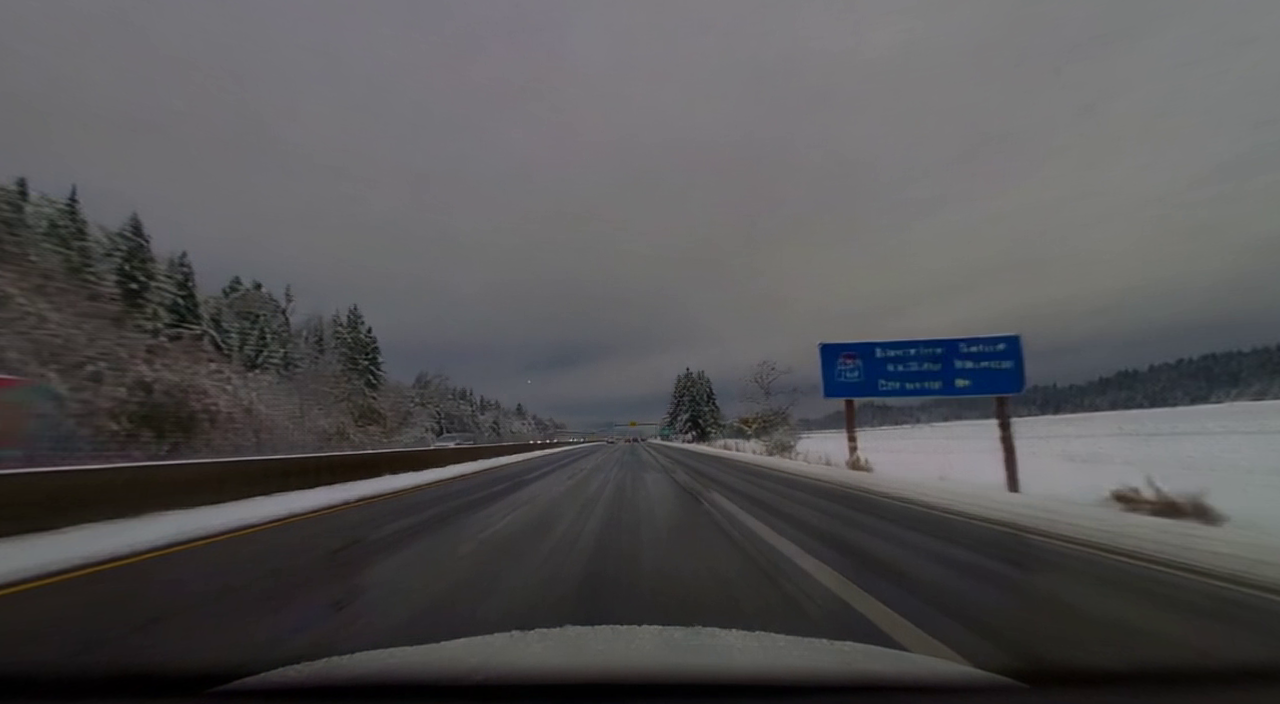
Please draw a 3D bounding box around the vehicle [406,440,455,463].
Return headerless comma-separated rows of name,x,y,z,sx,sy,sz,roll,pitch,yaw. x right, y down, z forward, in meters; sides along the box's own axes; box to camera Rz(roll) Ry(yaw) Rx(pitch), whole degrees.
vehicle,-13.814,6.547,41.727,1.837,1.423,4.162,0,-8,0
